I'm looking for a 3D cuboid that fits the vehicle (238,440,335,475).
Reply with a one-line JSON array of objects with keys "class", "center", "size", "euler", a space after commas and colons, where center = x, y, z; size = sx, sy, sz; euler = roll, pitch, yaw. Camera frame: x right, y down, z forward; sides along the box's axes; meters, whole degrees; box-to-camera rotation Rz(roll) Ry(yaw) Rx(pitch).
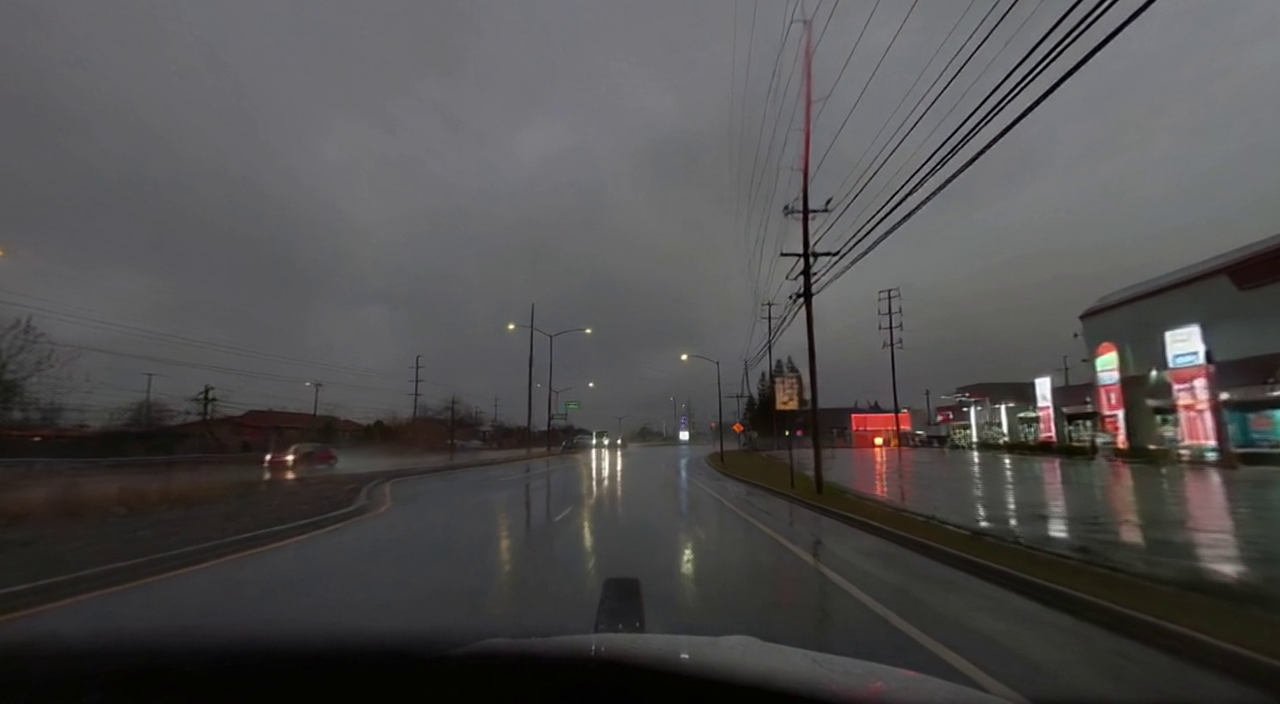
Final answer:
[{"class": "vehicle", "center": [-17.552, 5.243, 31.560], "size": [2.011, 1.646, 4.522], "euler": [-1, -8, 4]}]
